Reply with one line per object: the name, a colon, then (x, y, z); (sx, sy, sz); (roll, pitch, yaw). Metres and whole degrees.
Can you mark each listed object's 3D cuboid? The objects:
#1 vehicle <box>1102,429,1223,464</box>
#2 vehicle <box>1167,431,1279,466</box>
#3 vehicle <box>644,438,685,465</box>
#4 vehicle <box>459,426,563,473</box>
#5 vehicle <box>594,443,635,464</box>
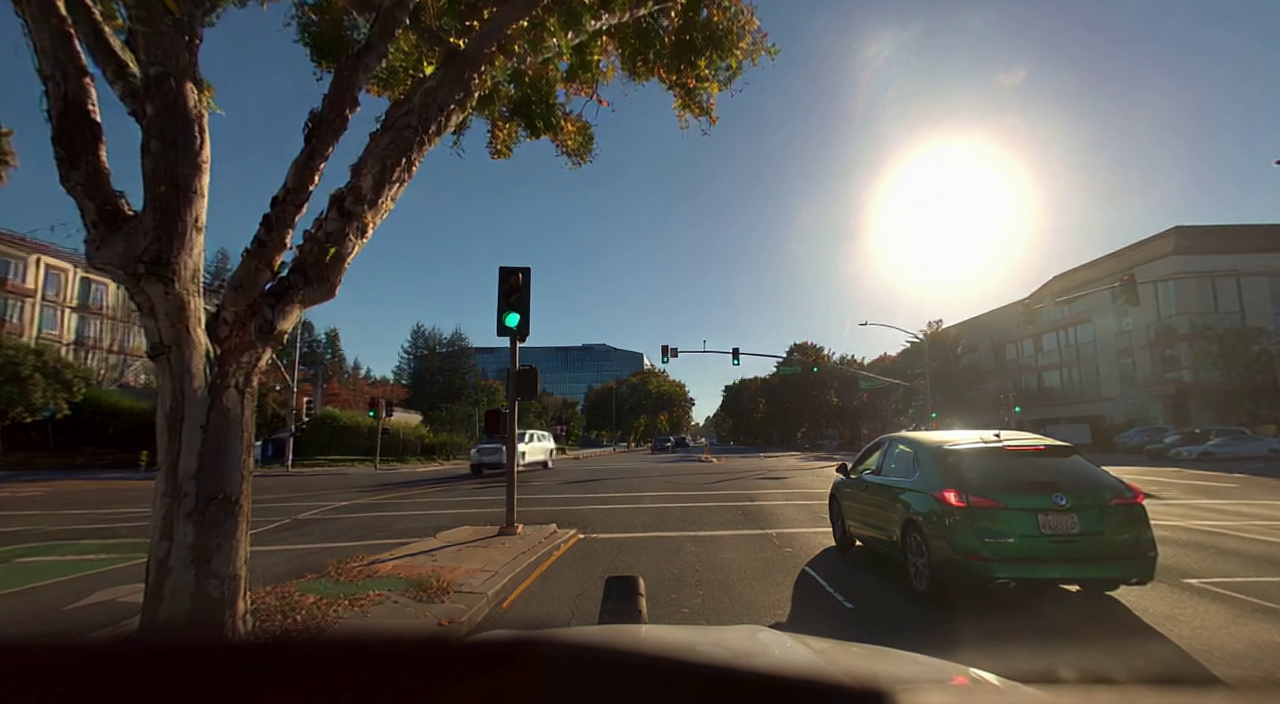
vehicle: (25.921, 4.674, 31.352); (4.441, 1.674, 2.035); (1, -8, -8)
vehicle: (26.289, 4.246, 27.890); (4.644, 1.470, 1.922); (1, -8, -10)
vehicle: (1.741, 6.774, 43.256); (2.197, 1.739, 4.177); (-2, -8, 10)
vehicle: (-6.830, 5.404, 35.199); (2.775, 2.246, 9.043); (-1, -8, 8)
vehicle: (-1.844, 7.436, 46.501); (2.076, 1.476, 3.873); (-2, -8, 13)
